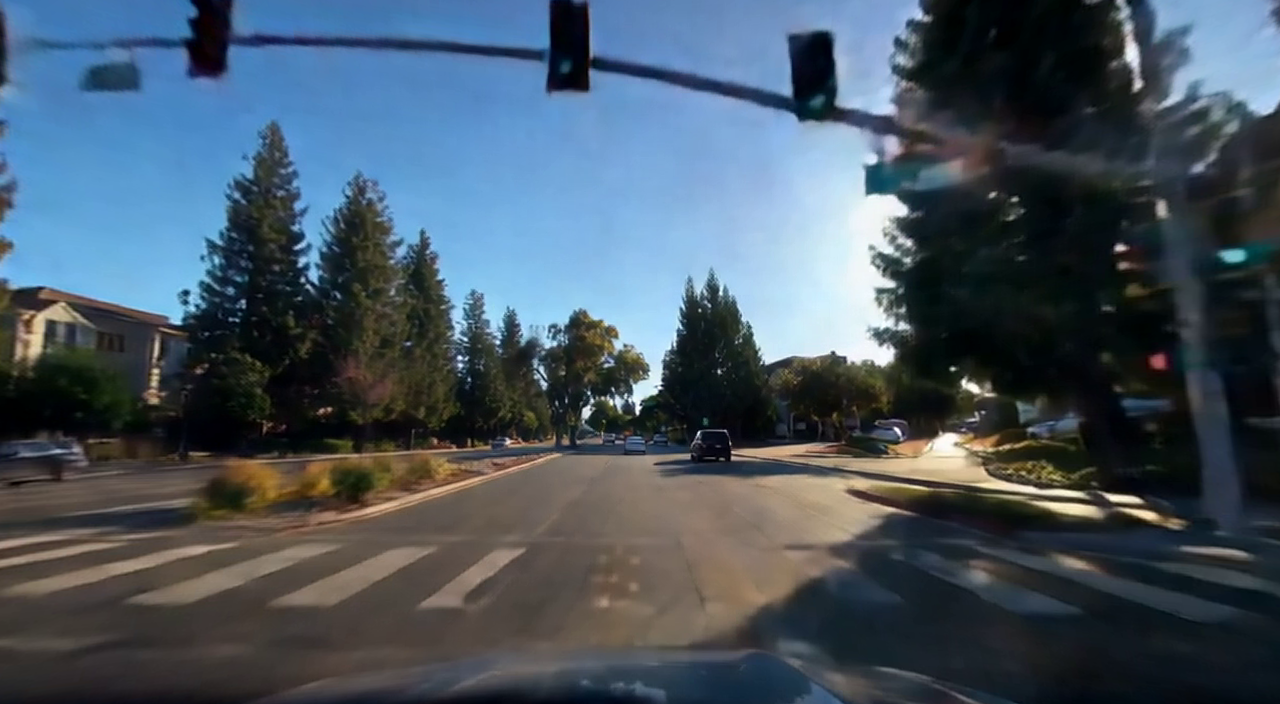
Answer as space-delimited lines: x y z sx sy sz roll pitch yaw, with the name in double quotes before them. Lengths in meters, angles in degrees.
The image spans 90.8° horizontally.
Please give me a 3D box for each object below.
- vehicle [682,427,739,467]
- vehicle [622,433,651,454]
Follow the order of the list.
"vehicle" 3.313 4.603 30.562 2.181 1.781 4.257 0 -8 -1
"vehicle" -0.271 6.664 45.773 2.039 1.455 3.826 0 -8 -1
